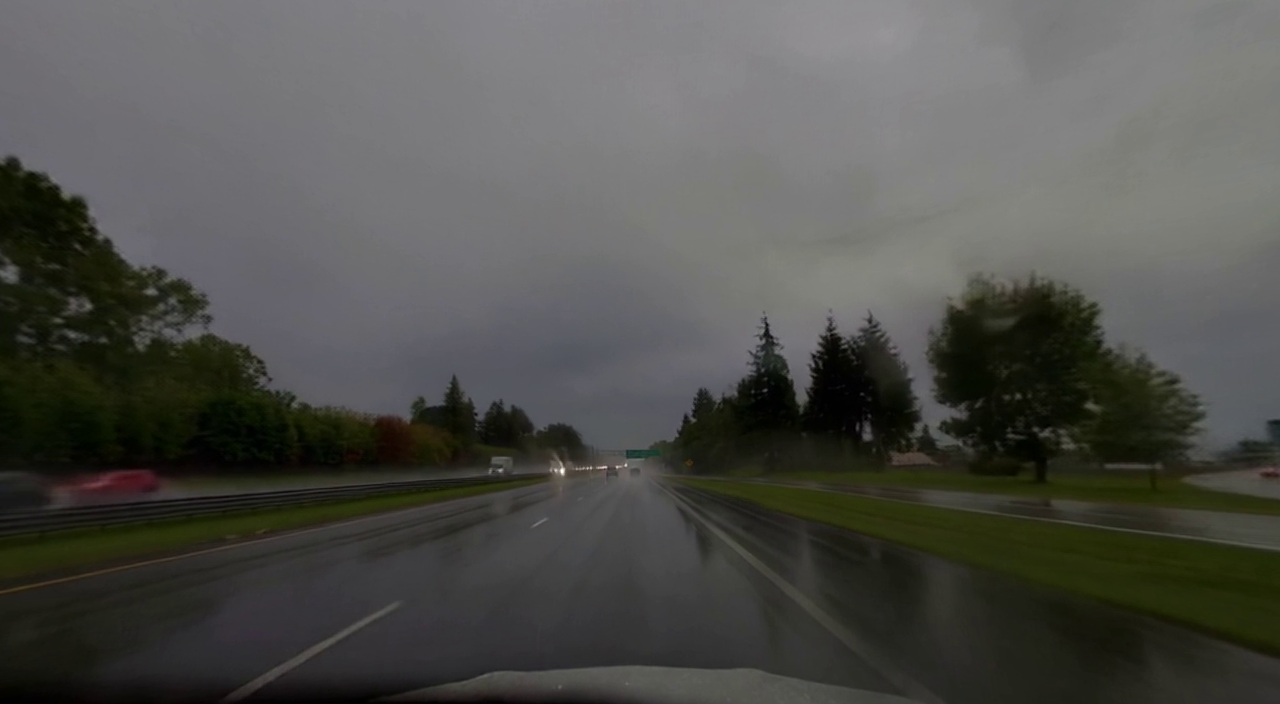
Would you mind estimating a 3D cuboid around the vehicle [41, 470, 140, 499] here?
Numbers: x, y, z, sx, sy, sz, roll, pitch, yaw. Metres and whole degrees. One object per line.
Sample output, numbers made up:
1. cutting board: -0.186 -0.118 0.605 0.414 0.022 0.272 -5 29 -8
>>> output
1. vehicle: -30.237 7.291 34.864 1.700 1.420 4.152 1 -11 0
